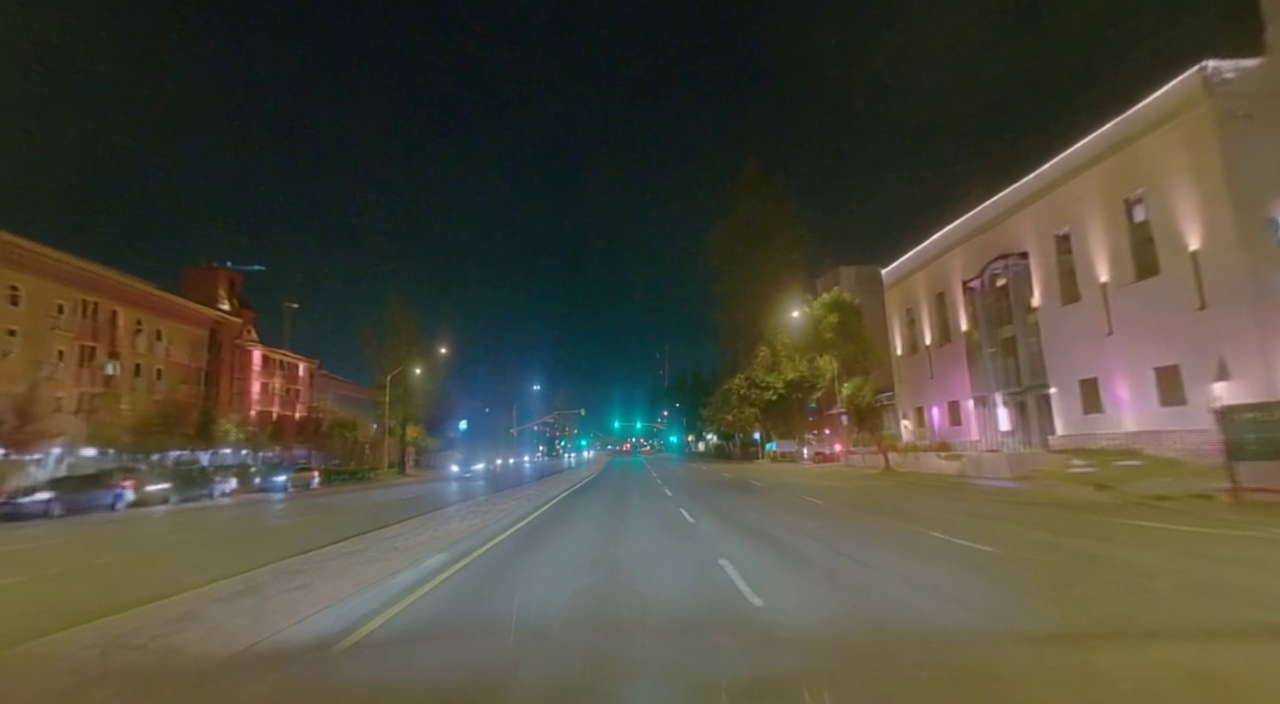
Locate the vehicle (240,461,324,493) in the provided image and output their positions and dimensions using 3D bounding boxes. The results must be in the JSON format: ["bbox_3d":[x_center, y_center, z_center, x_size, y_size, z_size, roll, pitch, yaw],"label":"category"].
[{"bbox_3d":[-20.022,6.975,35.627,1.870,1.486,5.031,-1,-8,-1],"label":"vehicle"}]

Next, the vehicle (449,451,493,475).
[{"bbox_3d":[-12.172,8.012,45.795,1.918,1.546,4.683,0,-9,0],"label":"vehicle"}]

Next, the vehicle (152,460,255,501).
[{"bbox_3d":[-20.008,5.874,29.214,1.815,1.629,4.123,0,-9,-1],"label":"vehicle"}]

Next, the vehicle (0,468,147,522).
[{"bbox_3d":[-19.862,4.853,21.852,1.856,1.479,4.554,0,-9,1],"label":"vehicle"}]
